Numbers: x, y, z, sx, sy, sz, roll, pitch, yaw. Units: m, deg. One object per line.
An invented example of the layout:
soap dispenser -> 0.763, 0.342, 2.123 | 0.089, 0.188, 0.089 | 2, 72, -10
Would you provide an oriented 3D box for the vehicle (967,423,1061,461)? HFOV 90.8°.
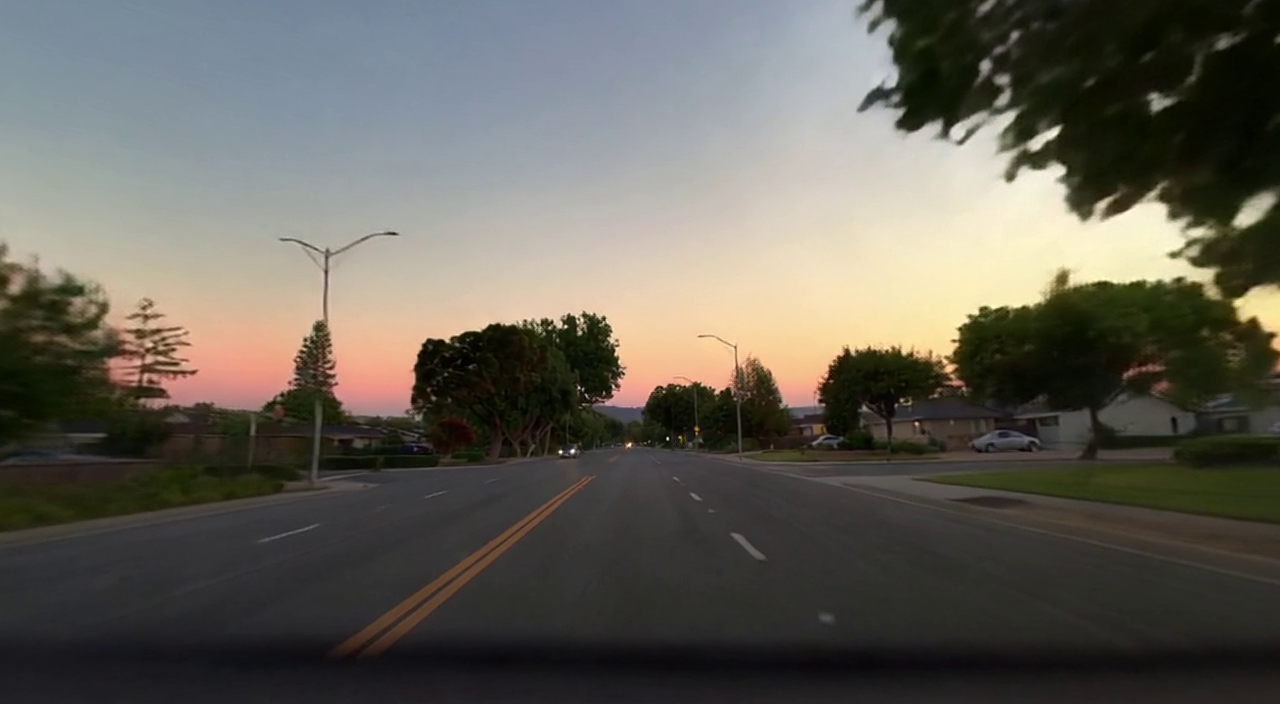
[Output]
vehicle -> 28.705, 6.901, 48.654 | 5.564, 2.741, 2.347 | 0, -8, 4
